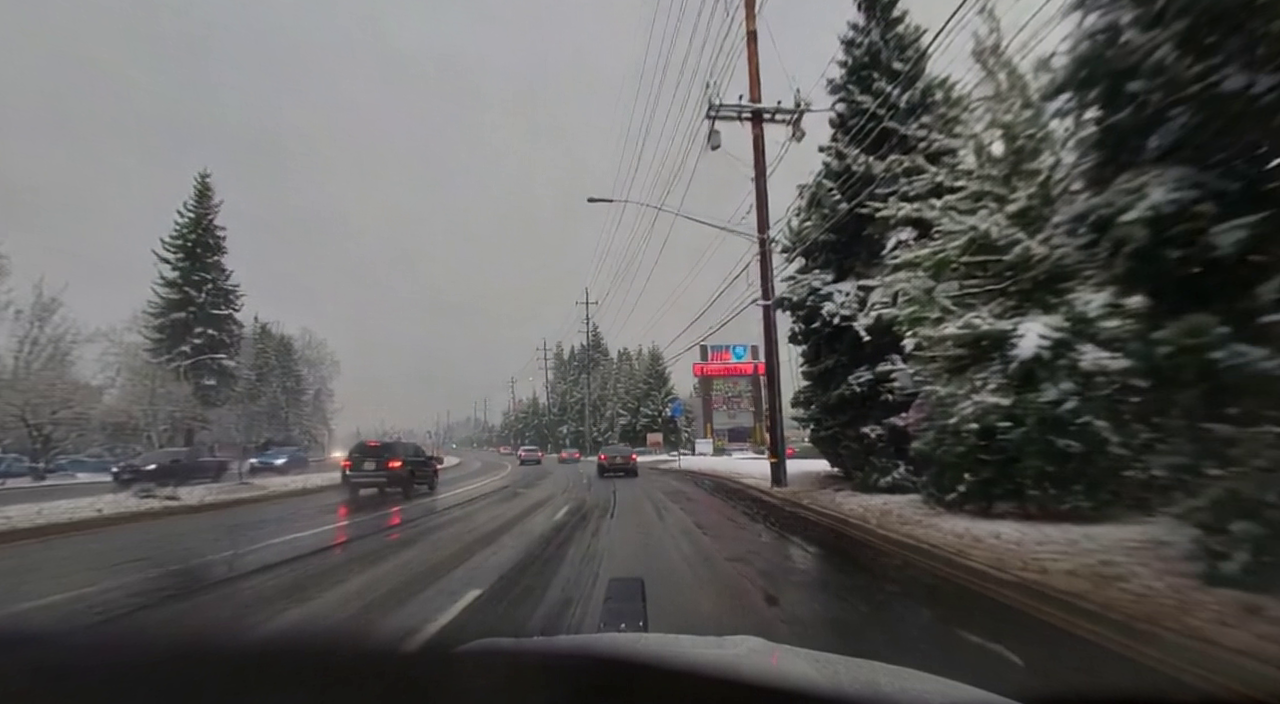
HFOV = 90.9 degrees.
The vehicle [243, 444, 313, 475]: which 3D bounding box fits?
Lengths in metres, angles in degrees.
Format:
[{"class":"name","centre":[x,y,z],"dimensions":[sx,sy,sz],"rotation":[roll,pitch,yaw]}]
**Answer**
[{"class":"vehicle","centre":[-25.148,7.478,44.086],"dimensions":[2.236,1.962,5.539],"rotation":[0,-9,-8]}]

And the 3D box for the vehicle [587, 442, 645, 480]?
[{"class":"vehicle","centre":[-1.111,4.632,26.974],"dimensions":[2.130,1.476,4.453],"rotation":[1,-9,-6]}]

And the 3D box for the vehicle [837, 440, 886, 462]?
[{"class":"vehicle","centre":[16.444,7.387,47.105],"dimensions":[1.795,1.485,4.601],"rotation":[0,-9,-2]}]

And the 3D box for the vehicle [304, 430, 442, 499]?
[{"class":"vehicle","centre":[-7.640,3.259,18.643],"dimensions":[2.195,1.752,4.515],"rotation":[1,-9,-2]}]

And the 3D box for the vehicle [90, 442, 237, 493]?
[{"class":"vehicle","centre":[-18.997,4.610,25.560],"dimensions":[2.118,1.853,5.012],"rotation":[1,-9,-2]}]
